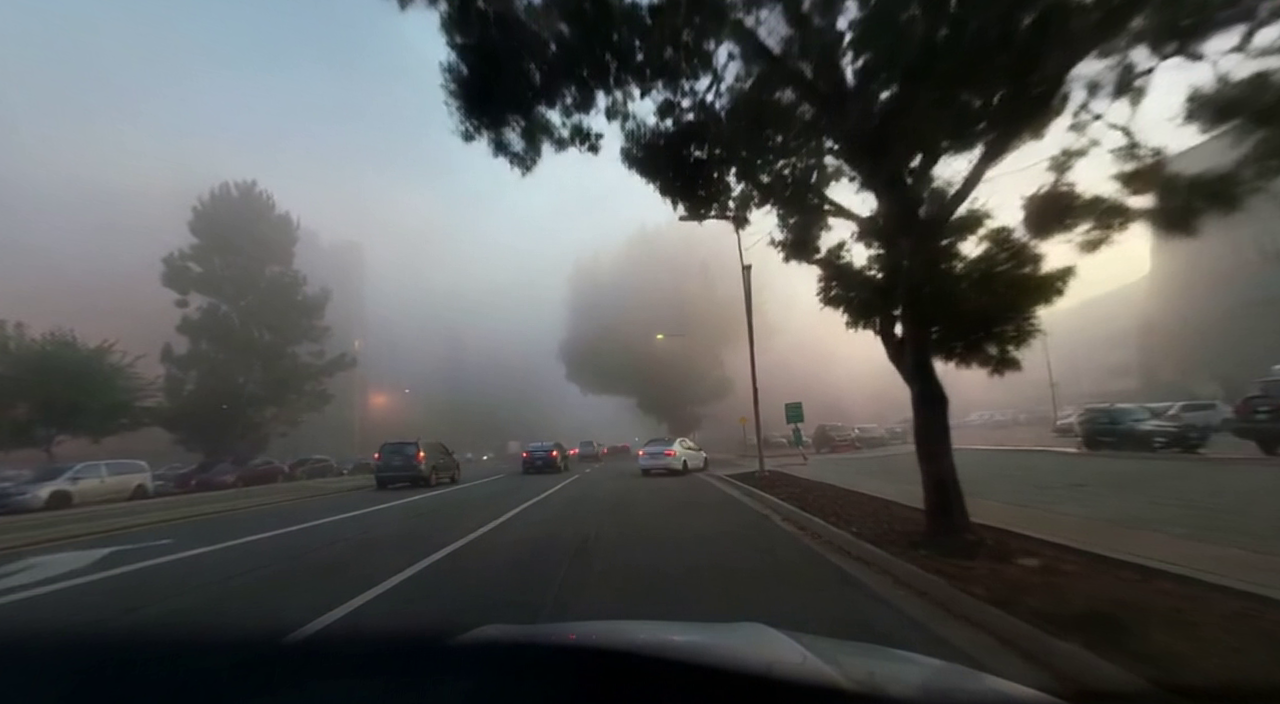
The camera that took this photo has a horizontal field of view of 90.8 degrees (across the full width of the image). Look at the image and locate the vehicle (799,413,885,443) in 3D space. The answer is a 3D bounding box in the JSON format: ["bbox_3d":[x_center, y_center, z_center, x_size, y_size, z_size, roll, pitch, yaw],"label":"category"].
[{"bbox_3d":[13.893,5.308,43.757,5.161,1.993,2.293,0,-8,2],"label":"vehicle"}]

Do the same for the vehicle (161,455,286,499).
[{"bbox_3d":[-16.841,5.046,25.909,1.923,1.543,4.687,0,-8,0],"label":"vehicle"}]

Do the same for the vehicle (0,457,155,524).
[{"bbox_3d":[-16.828,3.913,18.402,1.858,1.612,4.398,0,-8,0],"label":"vehicle"}]

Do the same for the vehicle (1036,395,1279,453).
[{"bbox_3d":[14.020,2.000,17.222,4.993,1.487,2.064,0,-8,0],"label":"vehicle"}]

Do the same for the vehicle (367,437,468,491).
[{"bbox_3d":[-7.945,4.023,23.083,2.054,1.744,4.422,0,-8,0],"label":"vehicle"}]

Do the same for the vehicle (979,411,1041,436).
[{"bbox_3d":[27.156,5.326,46.510,1.992,1.498,4.667,-5,-9,5],"label":"vehicle"}]

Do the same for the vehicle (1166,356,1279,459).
[{"bbox_3d":[13.485,1.062,11.512,5.633,1.705,2.433,0,-8,-1],"label":"vehicle"}]

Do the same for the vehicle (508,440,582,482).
[{"bbox_3d":[-3.680,4.297,25.279,2.235,1.500,4.420,0,-8,0],"label":"vehicle"}]

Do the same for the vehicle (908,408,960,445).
[{"bbox_3d":[18.219,4.725,39.418,2.569,2.081,6.193,-4,-9,23],"label":"vehicle"}]

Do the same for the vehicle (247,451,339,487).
[{"bbox_3d":[-17.445,5.865,32.044,2.084,1.624,4.486,0,-8,0],"label":"vehicle"}]

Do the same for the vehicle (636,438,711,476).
[{"bbox_3d":[1.575,4.590,27.856,2.208,1.513,4.504,-3,-9,18],"label":"vehicle"}]
